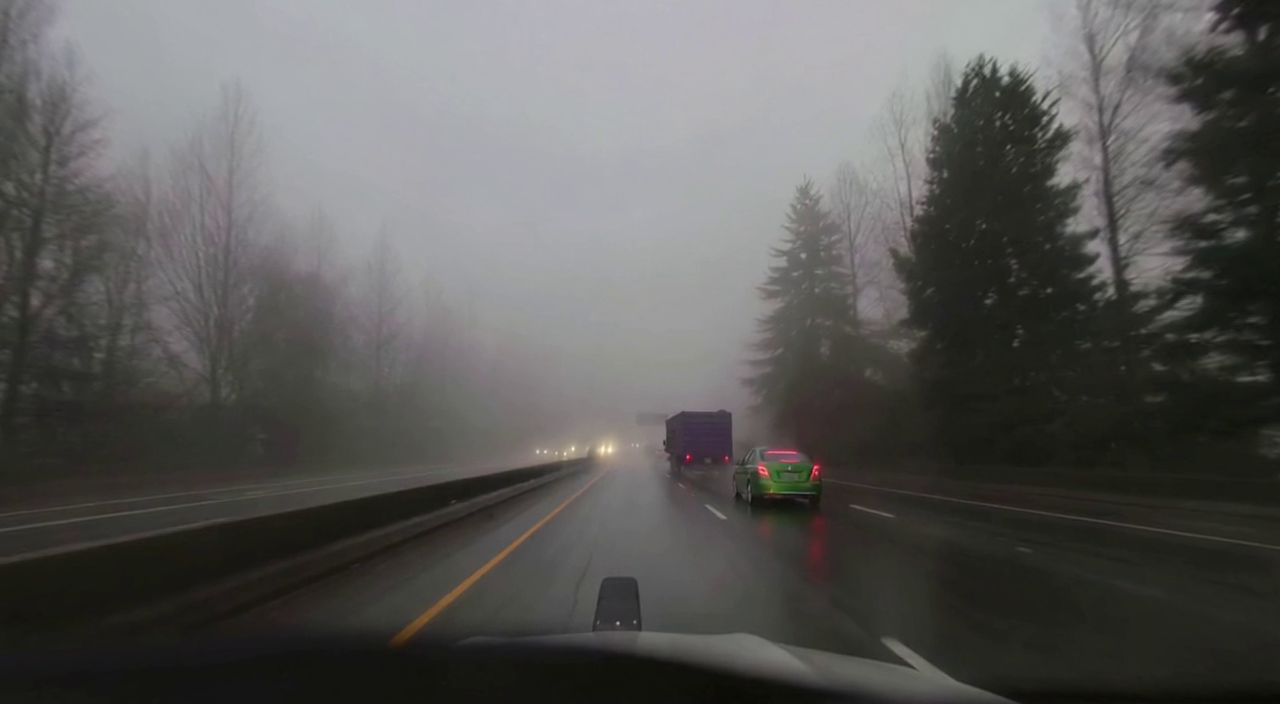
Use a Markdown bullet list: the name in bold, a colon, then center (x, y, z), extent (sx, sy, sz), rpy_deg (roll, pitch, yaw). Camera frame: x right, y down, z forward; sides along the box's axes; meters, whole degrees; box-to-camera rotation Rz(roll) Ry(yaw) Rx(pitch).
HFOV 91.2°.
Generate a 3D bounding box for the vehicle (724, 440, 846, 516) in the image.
- **vehicle**: center (3.300, 2.932, 15.114), extent (1.971, 1.558, 3.834), rpy_deg (0, -9, -1)

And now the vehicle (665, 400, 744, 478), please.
- **vehicle**: center (3.285, 5.157, 36.568), extent (2.916, 3.563, 14.462), rpy_deg (0, -9, -1)
